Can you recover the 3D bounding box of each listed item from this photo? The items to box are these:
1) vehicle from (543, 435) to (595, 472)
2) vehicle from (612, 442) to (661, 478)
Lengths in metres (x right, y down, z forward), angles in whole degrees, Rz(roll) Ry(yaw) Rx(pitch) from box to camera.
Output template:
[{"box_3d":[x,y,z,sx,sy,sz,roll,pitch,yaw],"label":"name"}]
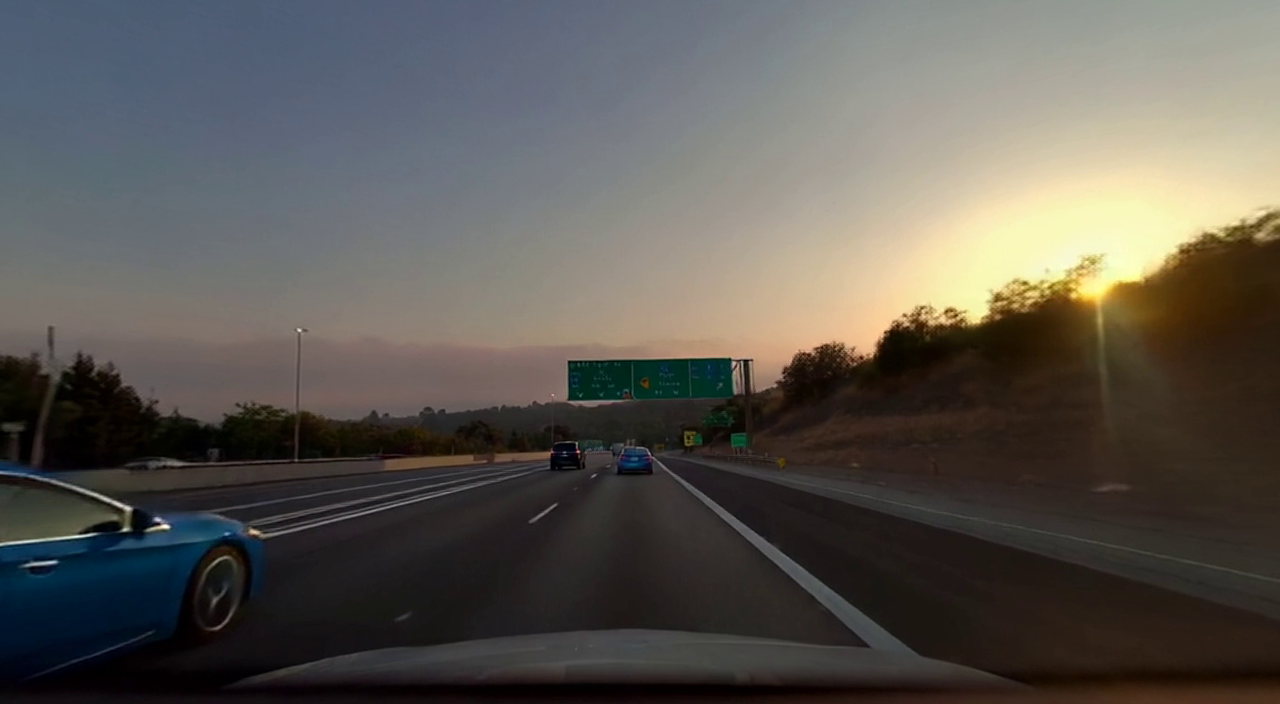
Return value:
[{"box_3d":[-3.848,5.609,35.048,2.264,1.901,4.647,0,-9,1],"label":"vehicle"},{"box_3d":[-0.129,4.955,29.116,2.086,1.548,4.325,0,-9,0],"label":"vehicle"}]
